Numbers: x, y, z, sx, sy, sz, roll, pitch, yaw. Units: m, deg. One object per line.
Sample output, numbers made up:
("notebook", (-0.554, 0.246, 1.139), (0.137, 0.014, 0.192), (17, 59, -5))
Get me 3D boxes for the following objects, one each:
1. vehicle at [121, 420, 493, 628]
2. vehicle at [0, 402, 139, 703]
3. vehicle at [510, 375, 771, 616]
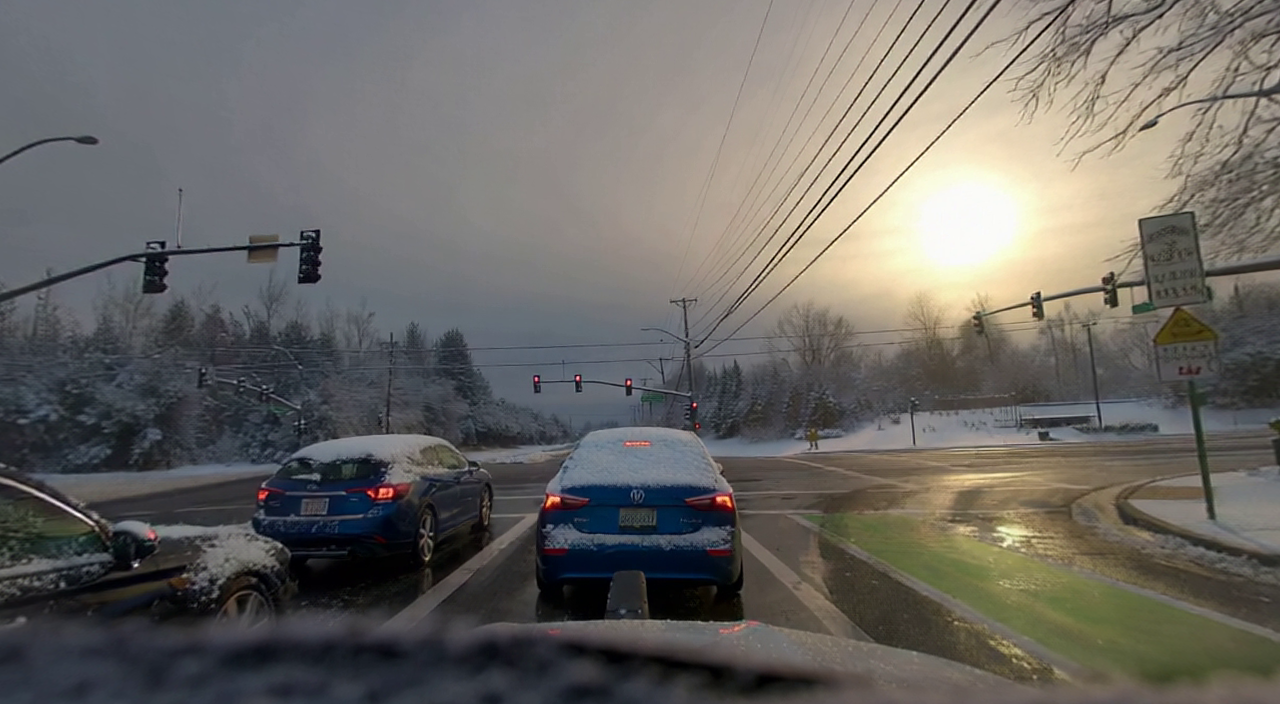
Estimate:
("vehicle", (-2.915, 1.593, 6.646), (1.726, 1.506, 3.840), (0, -10, 1))
("vehicle", (-3.482, 0.651, 0.317), (2.138, 1.488, 5.327), (0, -8, 0))
("vehicle", (-0.032, 1.562, 7.645), (2.036, 1.885, 5.196), (0, -10, -1))
